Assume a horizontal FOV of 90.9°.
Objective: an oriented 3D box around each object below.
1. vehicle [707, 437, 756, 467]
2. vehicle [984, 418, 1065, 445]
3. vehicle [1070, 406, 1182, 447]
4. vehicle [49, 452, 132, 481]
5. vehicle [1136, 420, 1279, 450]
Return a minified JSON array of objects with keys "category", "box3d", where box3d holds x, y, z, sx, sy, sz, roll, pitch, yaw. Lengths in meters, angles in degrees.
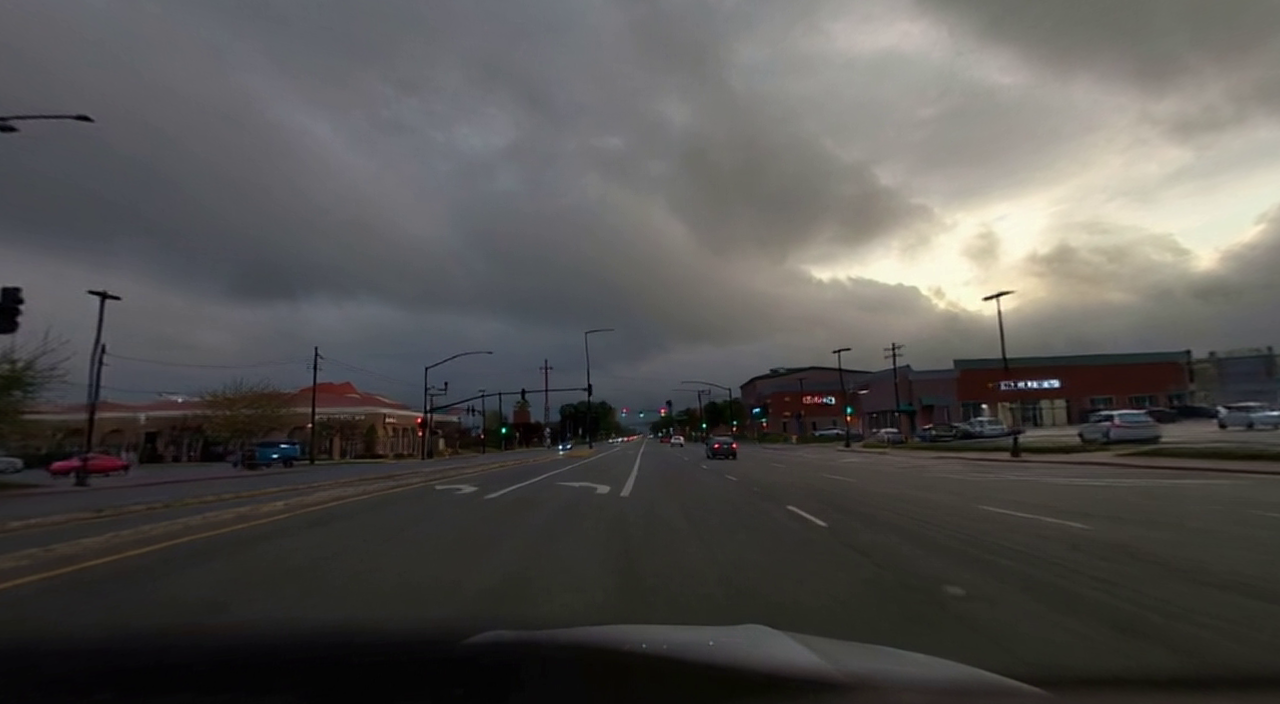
[{"category":"vehicle","box3d":[4.880,5.407,34.279,2.038,1.528,4.259,0,-8,0]},{"category":"vehicle","box3d":[26.713,5.569,43.877,4.326,1.788,1.984,0,-8,-1]},{"category":"vehicle","box3d":[26.726,4.221,35.035,2.340,2.048,6.148,-2,-9,12]},{"category":"vehicle","box3d":[-33.727,7.000,38.840,1.781,1.590,3.853,0,-8,-4]},{"category":"vehicle","box3d":[27.037,3.429,26.326,2.870,1.165,10.713,-1,-8,-9]}]
